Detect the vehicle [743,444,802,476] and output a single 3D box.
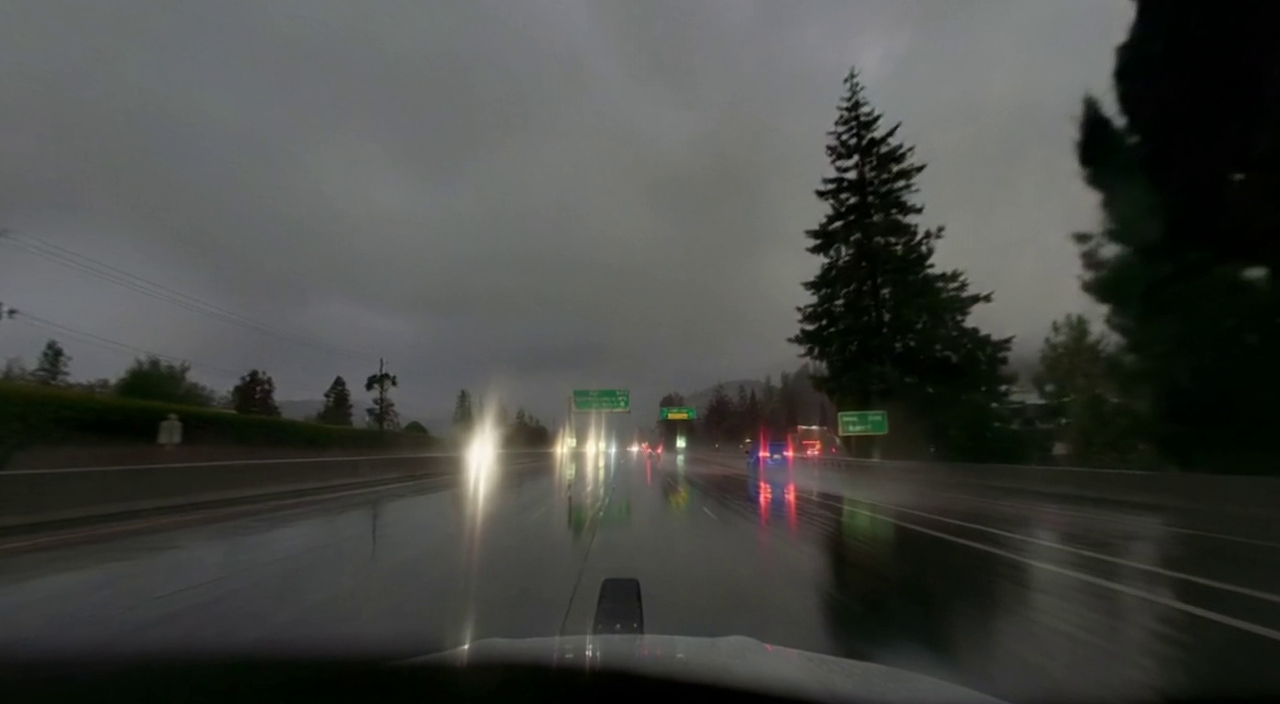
[{"bbox_3d":[6.782,5.552,32.855,1.958,1.498,4.447,1,-8,-2],"label":"vehicle"}]
